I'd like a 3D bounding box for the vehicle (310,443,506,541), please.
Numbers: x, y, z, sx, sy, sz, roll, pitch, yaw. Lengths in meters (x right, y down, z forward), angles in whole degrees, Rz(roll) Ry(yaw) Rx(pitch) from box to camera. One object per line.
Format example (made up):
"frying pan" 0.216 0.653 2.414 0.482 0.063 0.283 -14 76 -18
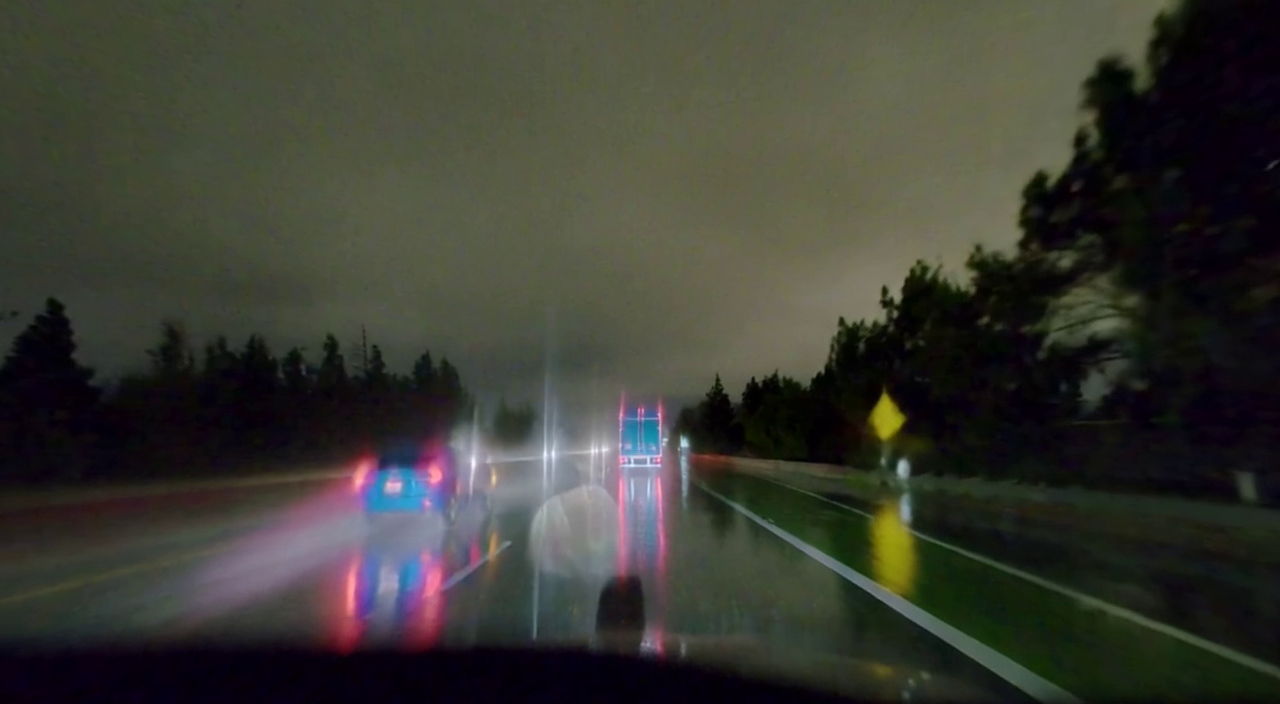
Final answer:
"vehicle" -3.927 2.429 11.580 1.955 1.438 4.100 -1 -9 1
